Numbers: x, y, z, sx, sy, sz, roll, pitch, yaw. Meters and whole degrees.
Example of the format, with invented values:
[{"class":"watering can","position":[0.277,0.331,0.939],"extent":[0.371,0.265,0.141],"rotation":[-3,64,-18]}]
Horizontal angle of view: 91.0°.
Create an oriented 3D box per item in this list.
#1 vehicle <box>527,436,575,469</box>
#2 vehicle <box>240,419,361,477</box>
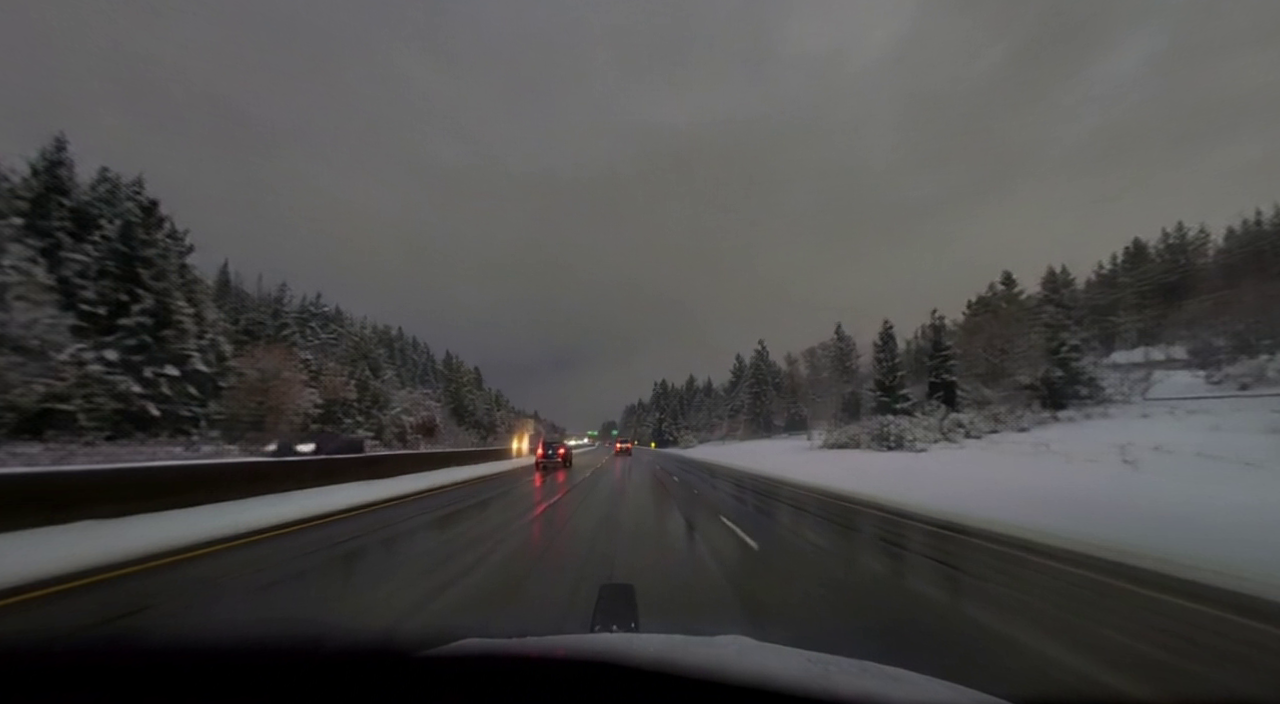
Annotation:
[{"class":"vehicle","position":[-4.828,5.511,34.764],"extent":[2.111,1.645,4.382],"rotation":[0,-8,-1]},{"class":"vehicle","position":[-14.243,4.064,26.850],"extent":[2.491,2.189,4.822],"rotation":[0,-8,0]}]
